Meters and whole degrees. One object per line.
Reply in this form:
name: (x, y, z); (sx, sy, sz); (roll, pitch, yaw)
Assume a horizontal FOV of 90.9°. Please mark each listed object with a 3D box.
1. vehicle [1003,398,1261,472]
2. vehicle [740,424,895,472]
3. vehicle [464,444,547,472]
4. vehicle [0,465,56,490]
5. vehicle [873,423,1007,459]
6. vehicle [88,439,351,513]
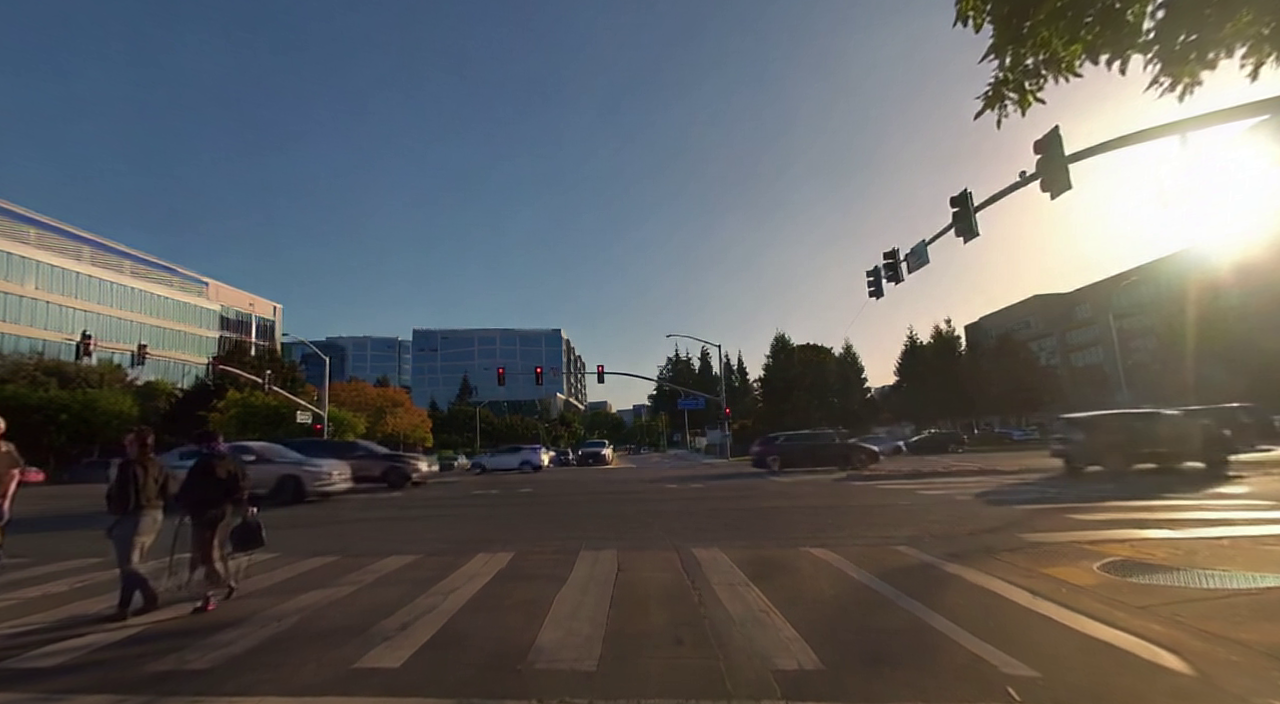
vehicle: (12.434, 2.178, 16.284); (4.673, 1.740, 2.150); (-1, -9, 6)
vehicle: (5.705, 3.169, 20.780); (4.606, 1.479, 1.821); (-1, -9, 6)
vehicle: (-7.816, 6.172, 36.833); (4.397, 1.582, 1.820); (-1, -9, 6)
vehicle: (-40.513, 8.021, 40.201); (4.785, 1.472, 1.799); (-1, -9, 4)
vehicle: (13.035, 3.915, 27.650); (4.906, 1.485, 1.857); (-1, -9, 7)
vehicle: (-9.403, 2.775, 14.317); (4.808, 1.517, 1.806); (-1, -9, 6)
